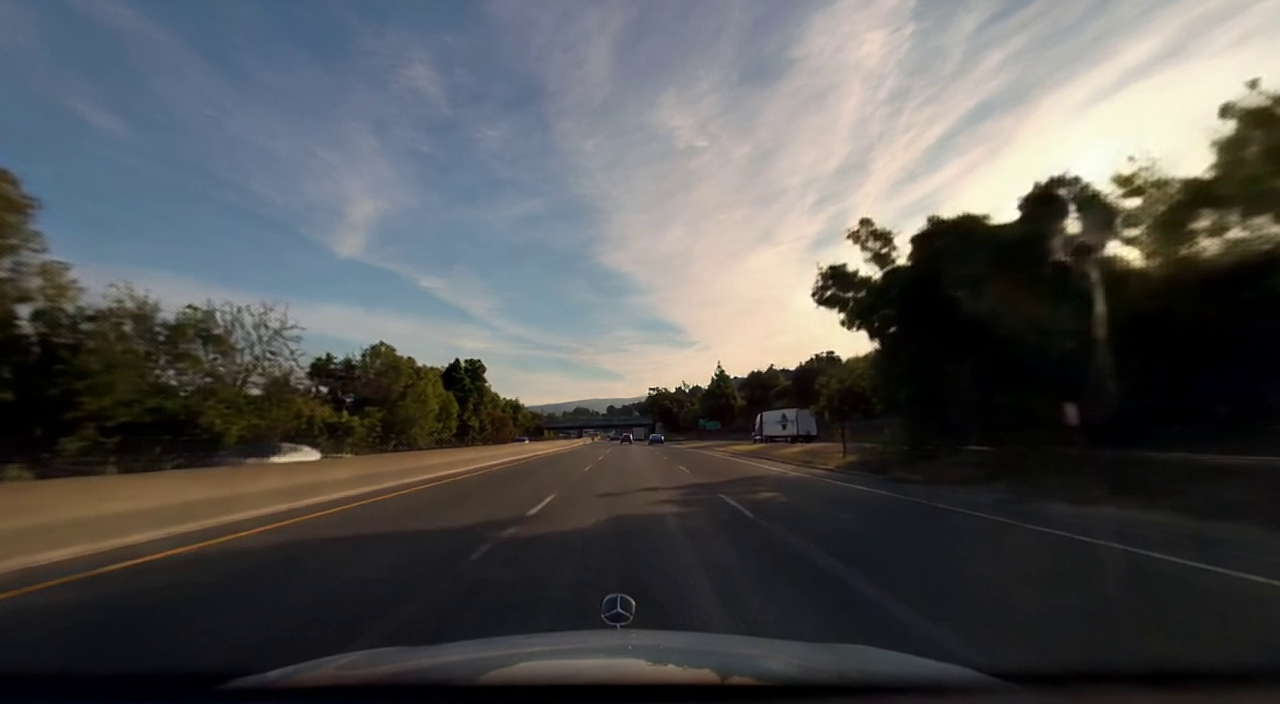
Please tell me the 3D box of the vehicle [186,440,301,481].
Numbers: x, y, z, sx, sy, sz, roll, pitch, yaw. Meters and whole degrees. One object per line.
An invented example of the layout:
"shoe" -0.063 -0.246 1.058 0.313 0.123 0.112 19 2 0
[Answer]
"vehicle" -16.311 4.454 26.242 1.854 1.532 4.583 0 -8 0
